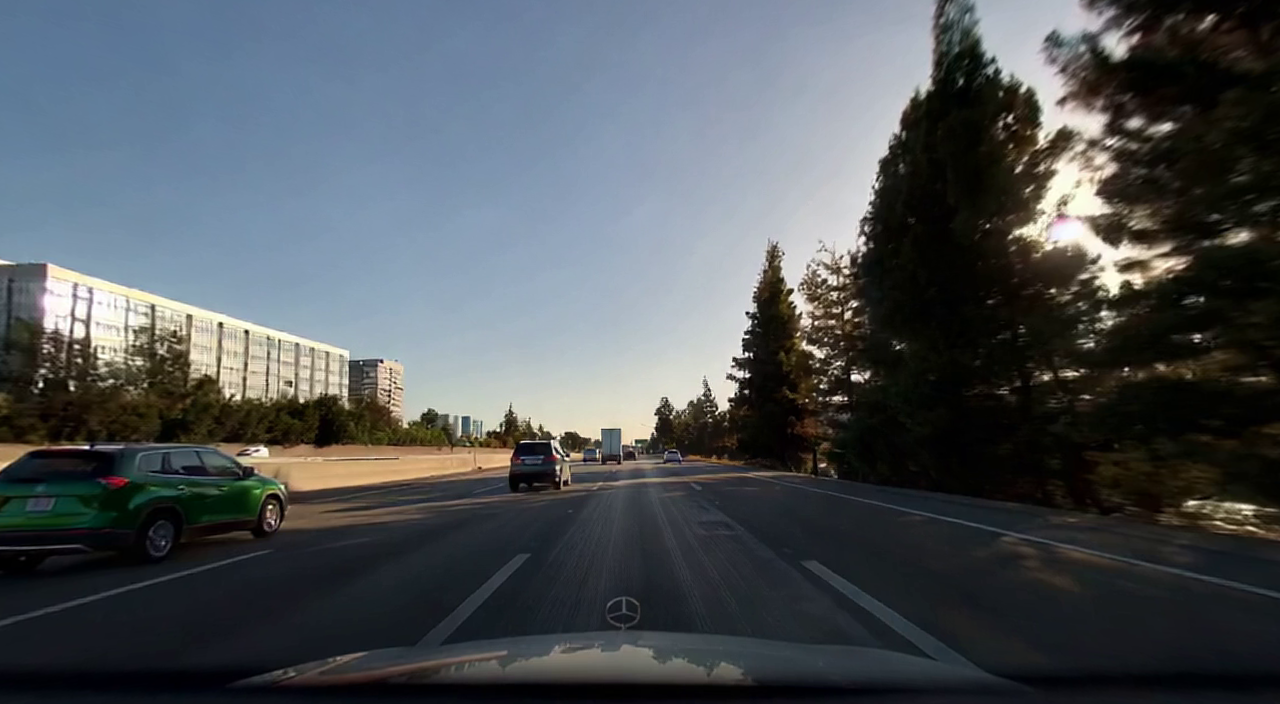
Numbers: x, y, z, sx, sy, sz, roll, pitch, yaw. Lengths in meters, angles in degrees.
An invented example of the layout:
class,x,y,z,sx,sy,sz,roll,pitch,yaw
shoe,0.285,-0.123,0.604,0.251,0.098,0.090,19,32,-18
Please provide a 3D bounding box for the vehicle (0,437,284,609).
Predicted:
class,x,y,z,sx,sy,sz,roll,pitch,yaw
vehicle,-6.651,1.848,7.798,1.969,1.520,4.190,0,-9,1

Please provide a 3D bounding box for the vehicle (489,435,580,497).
class,x,y,z,sx,sy,sz,roll,pitch,yaw
vehicle,-3.219,3.600,20.203,2.111,1.742,4.315,0,-9,1
